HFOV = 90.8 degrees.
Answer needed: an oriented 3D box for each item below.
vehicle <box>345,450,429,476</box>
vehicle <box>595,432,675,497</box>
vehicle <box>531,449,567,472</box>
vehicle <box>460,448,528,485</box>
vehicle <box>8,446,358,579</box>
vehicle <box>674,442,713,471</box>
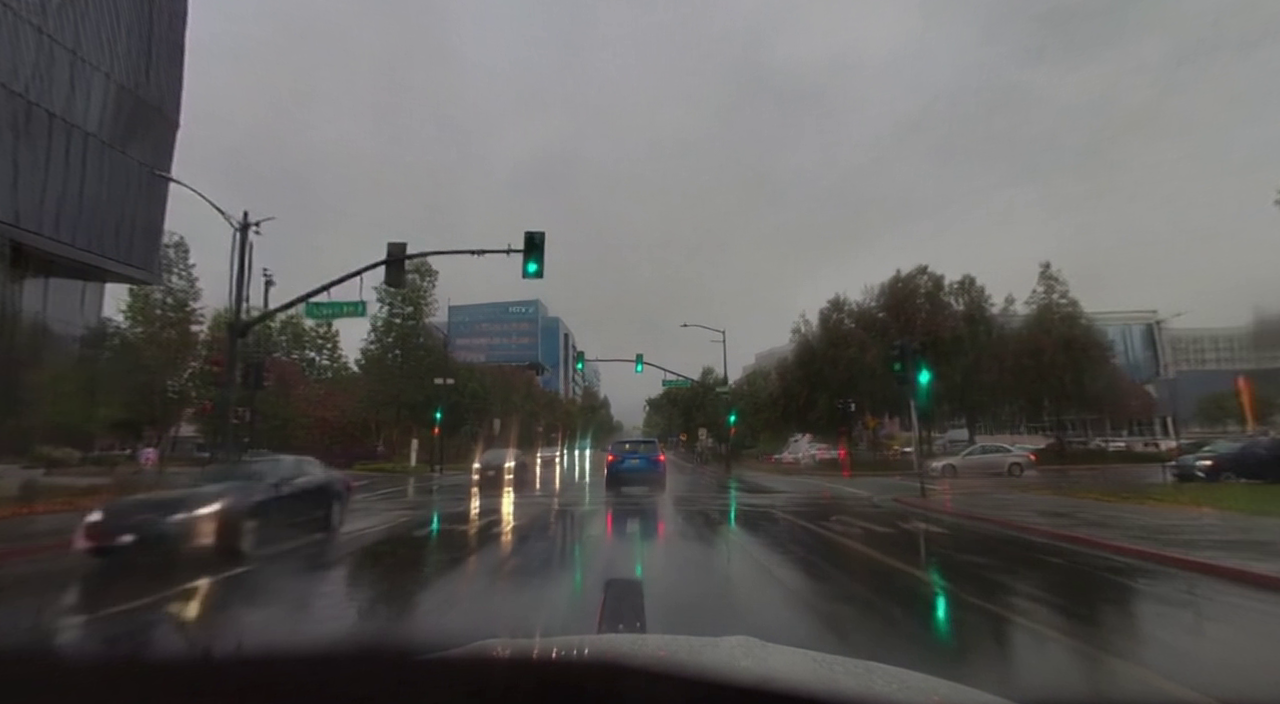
[{"bbox_3d":[-16.128,7.052,40.398,4.588,1.582,1.980,6,-11,-33],"label":"vehicle"},{"bbox_3d":[-0.172,3.413,19.468,2.183,1.765,4.059,0,-9,-1],"label":"vehicle"},{"bbox_3d":[-6.459,7.738,45.276,1.874,1.480,4.148,0,-9,0],"label":"vehicle"},{"bbox_3d":[-6.377,5.050,28.142,1.934,1.476,4.457,0,-9,1],"label":"vehicle"},{"bbox_3d":[-6.134,2.138,9.344,1.908,1.475,4.337,0,-9,0],"label":"vehicle"},{"bbox_3d":[3.679,7.259,44.159,2.113,1.869,5.322,0,-9,-2],"label":"vehicle"}]
